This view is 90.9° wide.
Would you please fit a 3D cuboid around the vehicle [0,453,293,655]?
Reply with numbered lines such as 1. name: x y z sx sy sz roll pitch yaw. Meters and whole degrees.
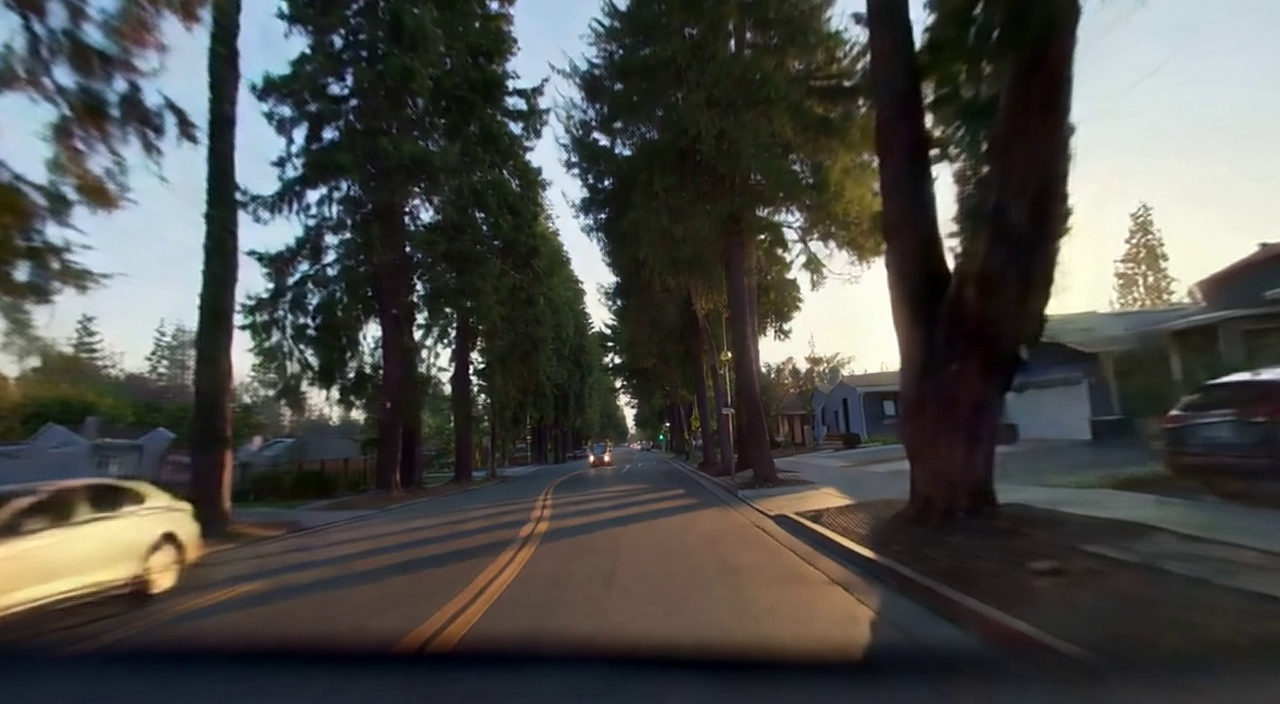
1. vehicle: -5.835 1.910 6.550 1.956 1.452 4.426 -5 -8 0
